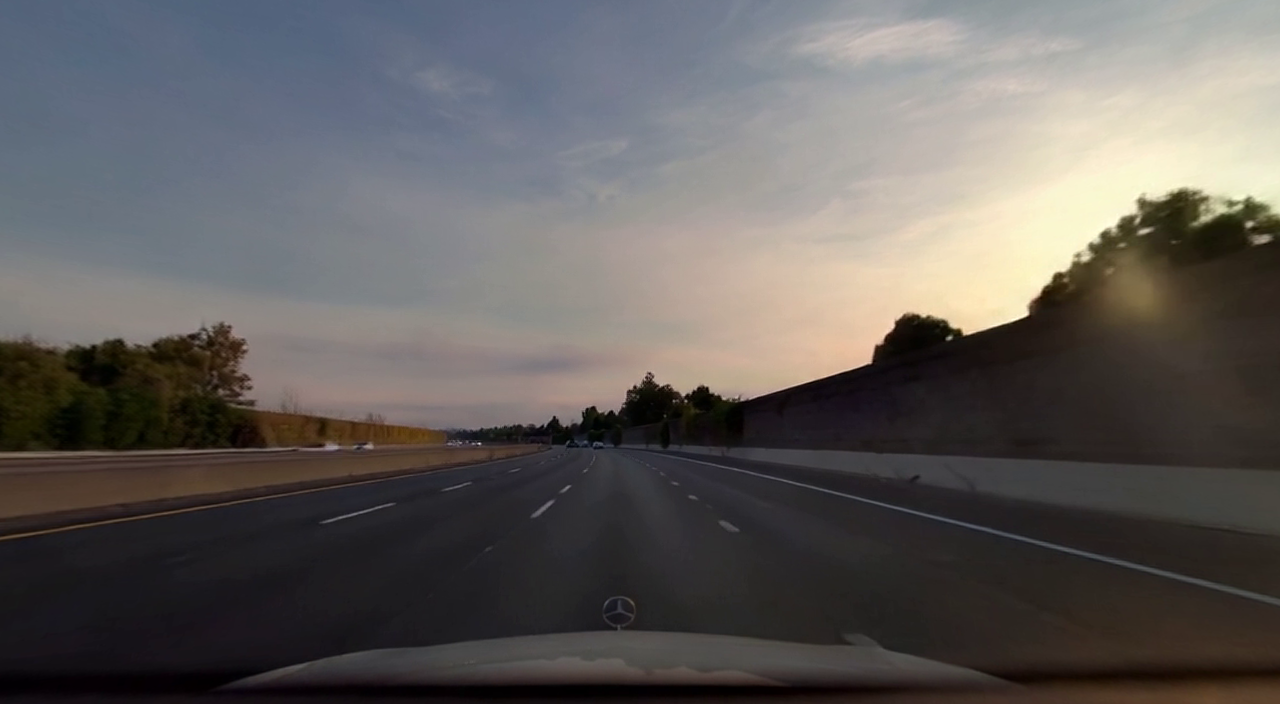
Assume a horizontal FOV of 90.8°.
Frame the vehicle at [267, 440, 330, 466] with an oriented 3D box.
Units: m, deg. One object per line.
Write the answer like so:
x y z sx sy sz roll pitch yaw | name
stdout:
-24.346 7.203 45.275 1.943 1.528 4.598 3 -6 -1 | vehicle
